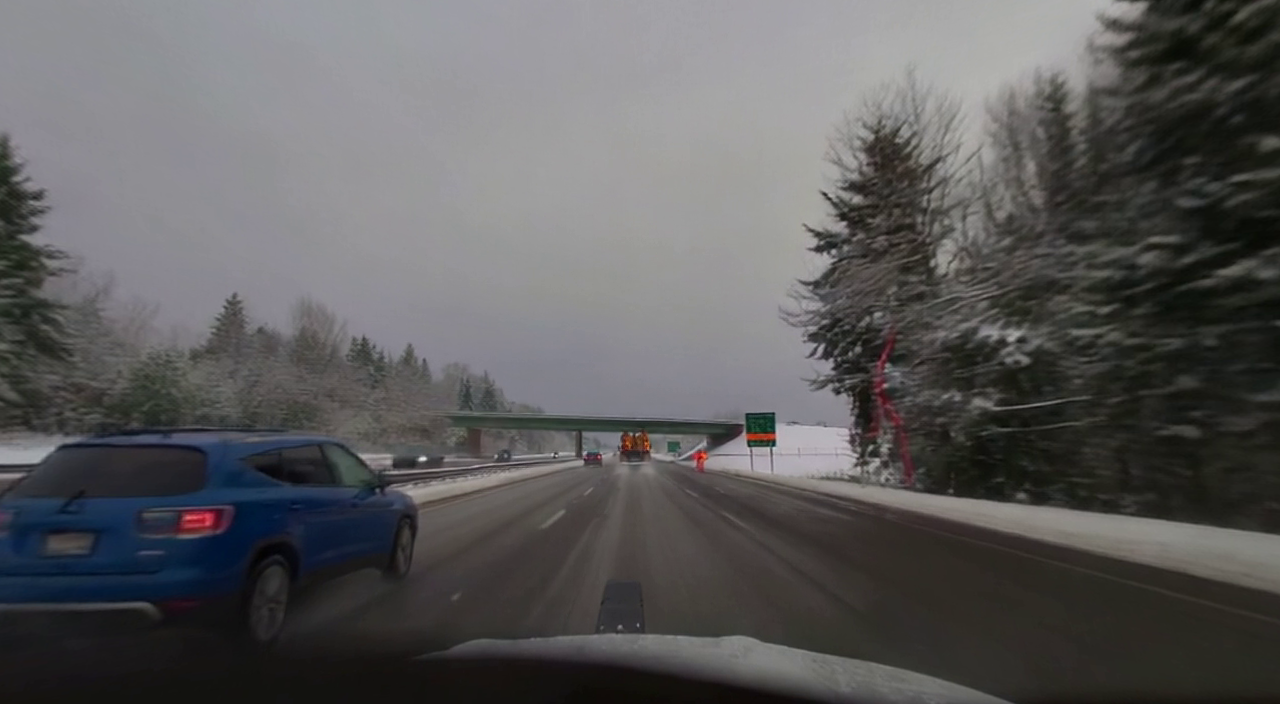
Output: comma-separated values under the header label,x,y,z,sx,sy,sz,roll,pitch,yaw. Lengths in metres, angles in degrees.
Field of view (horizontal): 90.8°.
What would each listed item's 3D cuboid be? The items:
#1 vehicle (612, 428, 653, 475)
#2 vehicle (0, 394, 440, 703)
label,x,y,z,sx,sy,sz,roll,pitch,yaw
vehicle,-0.544,7.058,44.812,2.672,3.056,6.900,0,-9,-1
vehicle,-3.351,1.346,5.057,2.088,1.643,4.215,0,-9,0
